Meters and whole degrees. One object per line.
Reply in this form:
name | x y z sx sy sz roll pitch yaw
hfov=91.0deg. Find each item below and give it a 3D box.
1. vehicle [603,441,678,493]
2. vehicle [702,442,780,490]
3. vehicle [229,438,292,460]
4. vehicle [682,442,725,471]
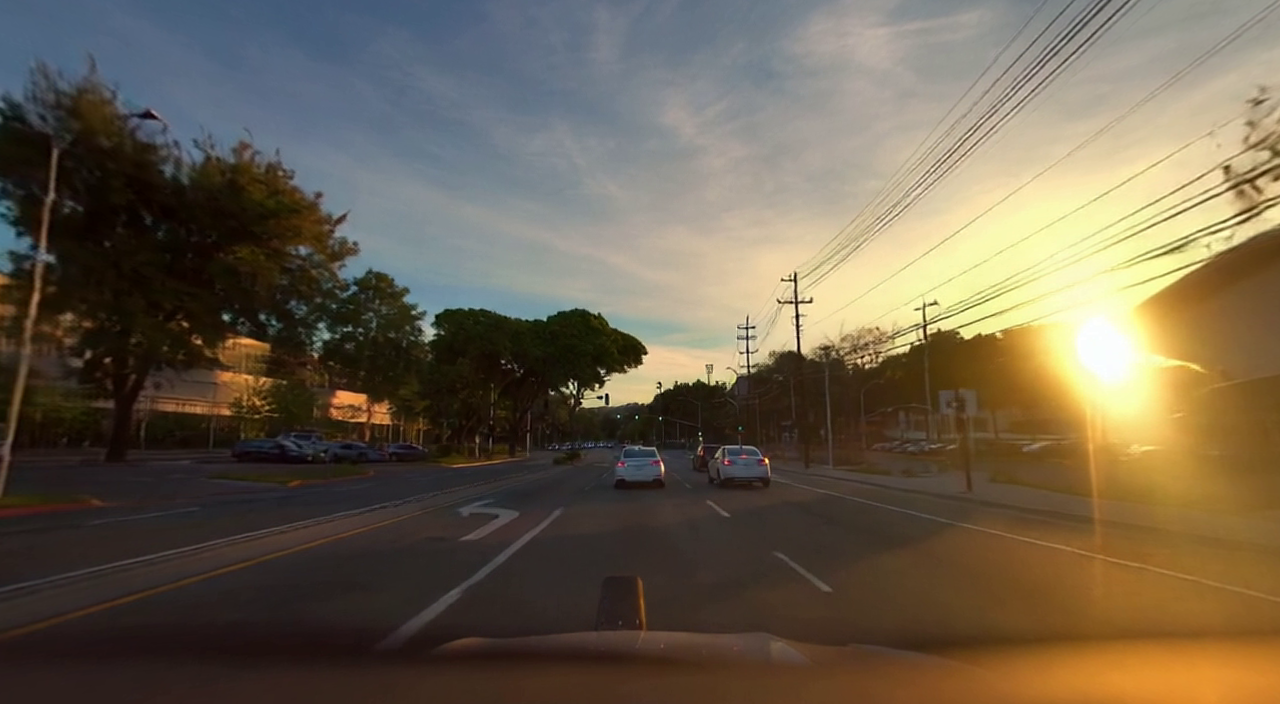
vehicle | -0.038 3.602 20.138 2.144 1.473 4.028 0 -8 -1
vehicle | 3.362 3.864 21.694 1.985 1.489 4.036 0 -8 -1
vehicle | -28.342 7.268 47.158 1.908 1.553 4.979 1 -8 -4
vehicle | 3.752 6.260 38.018 2.094 1.652 4.340 0 -8 -1
